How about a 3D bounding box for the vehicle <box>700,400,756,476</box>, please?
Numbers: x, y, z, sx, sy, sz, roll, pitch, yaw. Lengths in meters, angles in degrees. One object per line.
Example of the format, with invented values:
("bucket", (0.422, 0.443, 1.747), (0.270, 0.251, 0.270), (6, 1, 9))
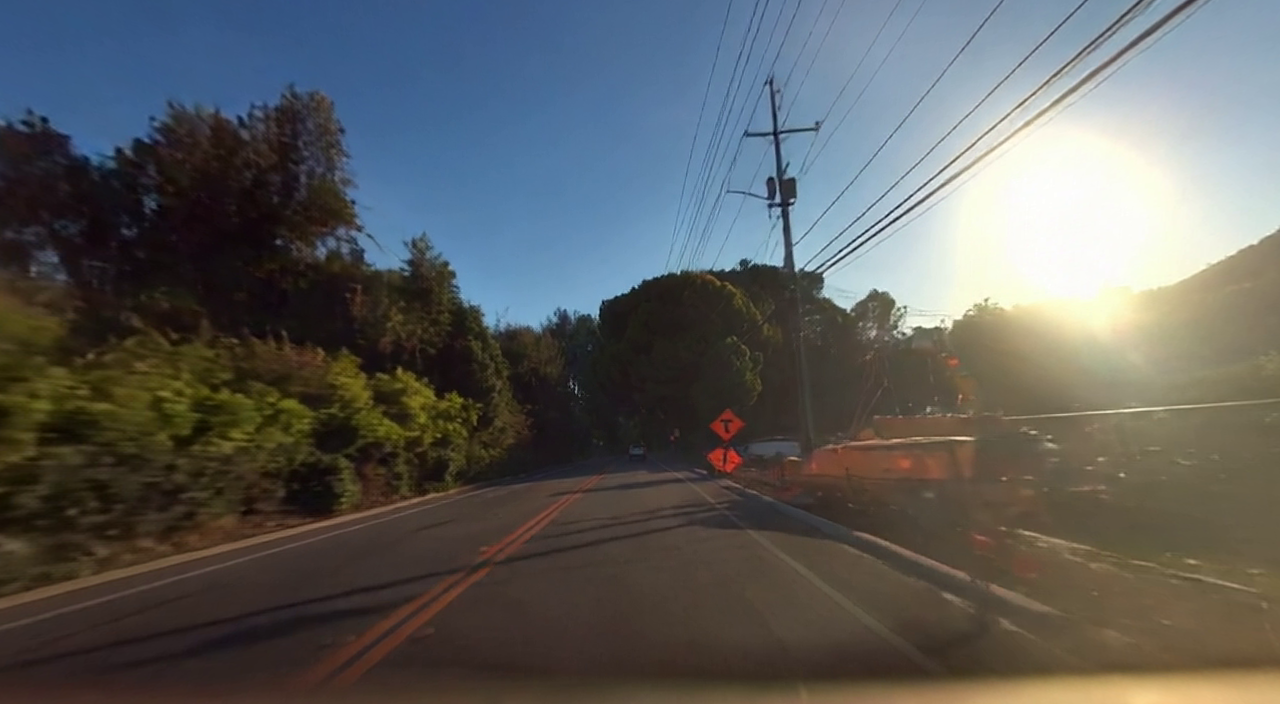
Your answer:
("vehicle", (3.986, 3.932, 28.989), (2.374, 3.357, 1.724), (0, -9, 4))
